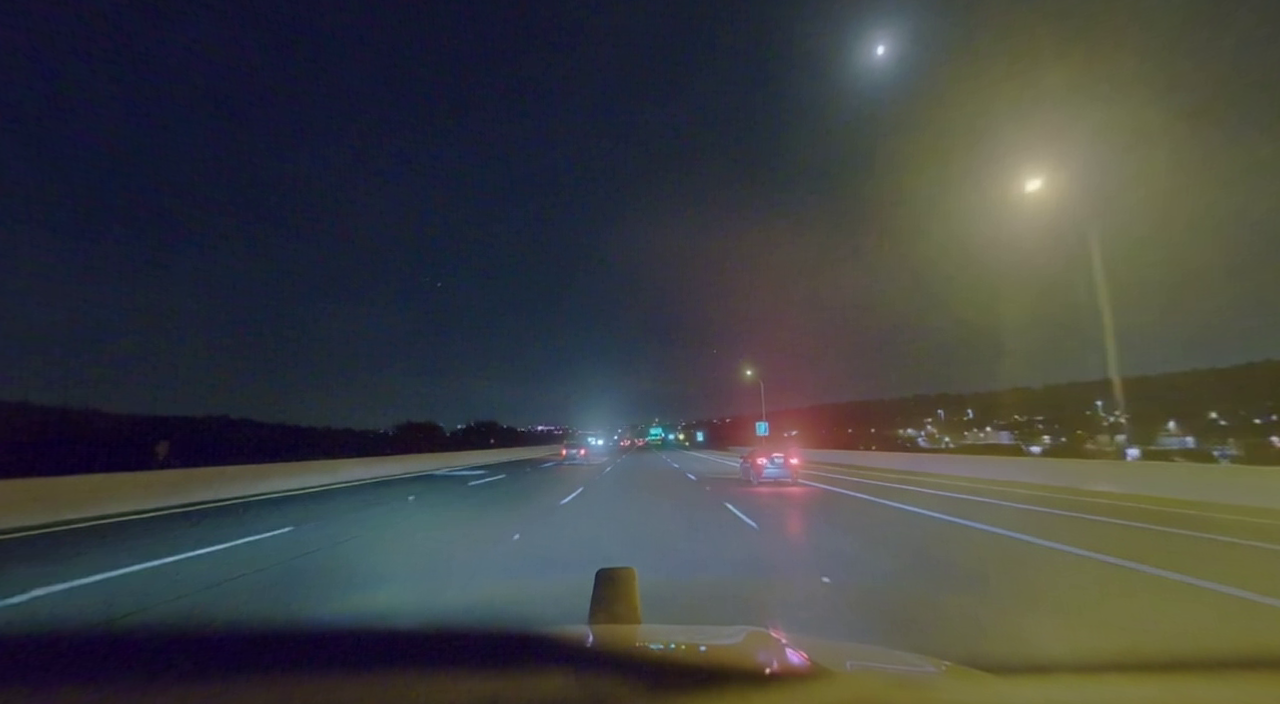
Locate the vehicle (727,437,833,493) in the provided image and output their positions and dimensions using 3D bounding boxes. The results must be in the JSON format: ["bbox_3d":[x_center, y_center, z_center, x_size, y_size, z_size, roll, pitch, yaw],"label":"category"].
[{"bbox_3d":[4.025,3.333,18.997,2.060,1.485,4.274,0,-8,-2],"label":"vehicle"}]

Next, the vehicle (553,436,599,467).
[{"bbox_3d":[-3.587,5.671,36.068,2.048,1.618,4.424,0,-9,1],"label":"vehicle"}]
